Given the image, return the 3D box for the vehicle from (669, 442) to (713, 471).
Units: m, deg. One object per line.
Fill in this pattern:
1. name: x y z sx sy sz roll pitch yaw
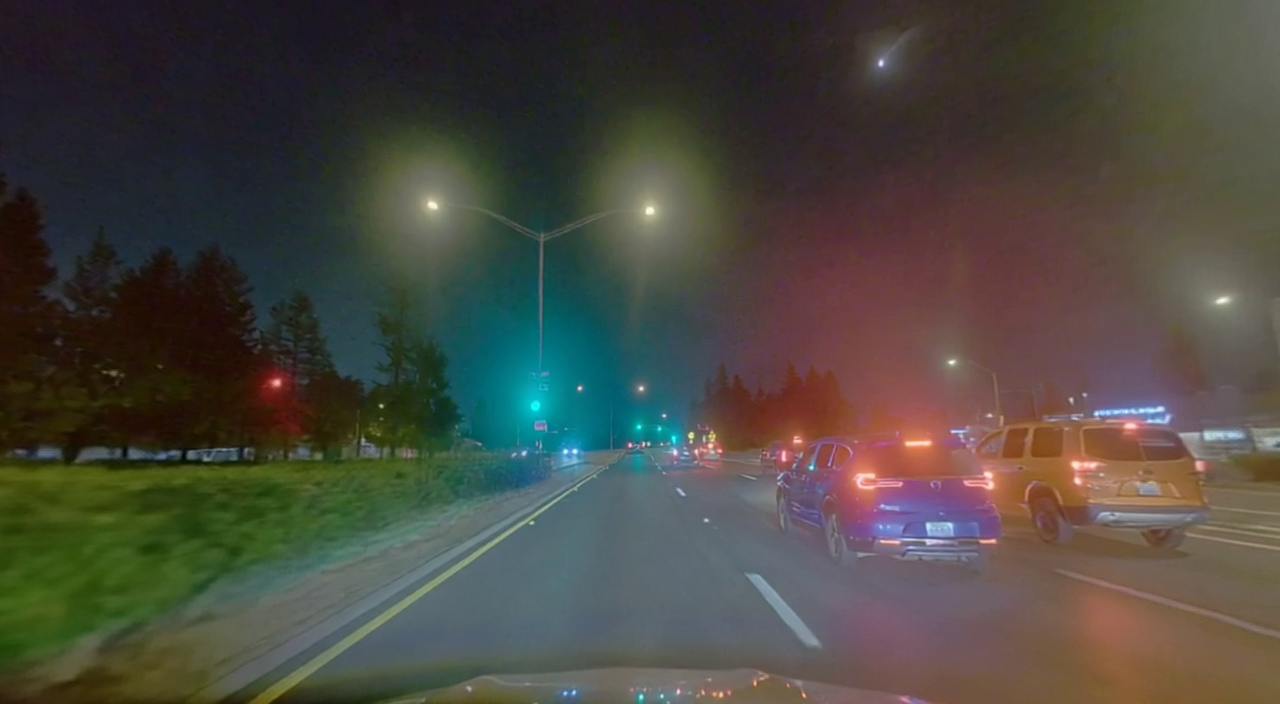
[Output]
1. vehicle: 2.705 5.710 34.526 1.980 1.484 4.093 0 -8 -1

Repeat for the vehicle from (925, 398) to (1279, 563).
1. vehicle: 6.424 1.756 9.331 2.153 1.811 4.595 0 -8 -1

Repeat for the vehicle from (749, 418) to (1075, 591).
1. vehicle: 2.899 1.739 8.238 1.932 1.547 4.992 0 -8 -2
